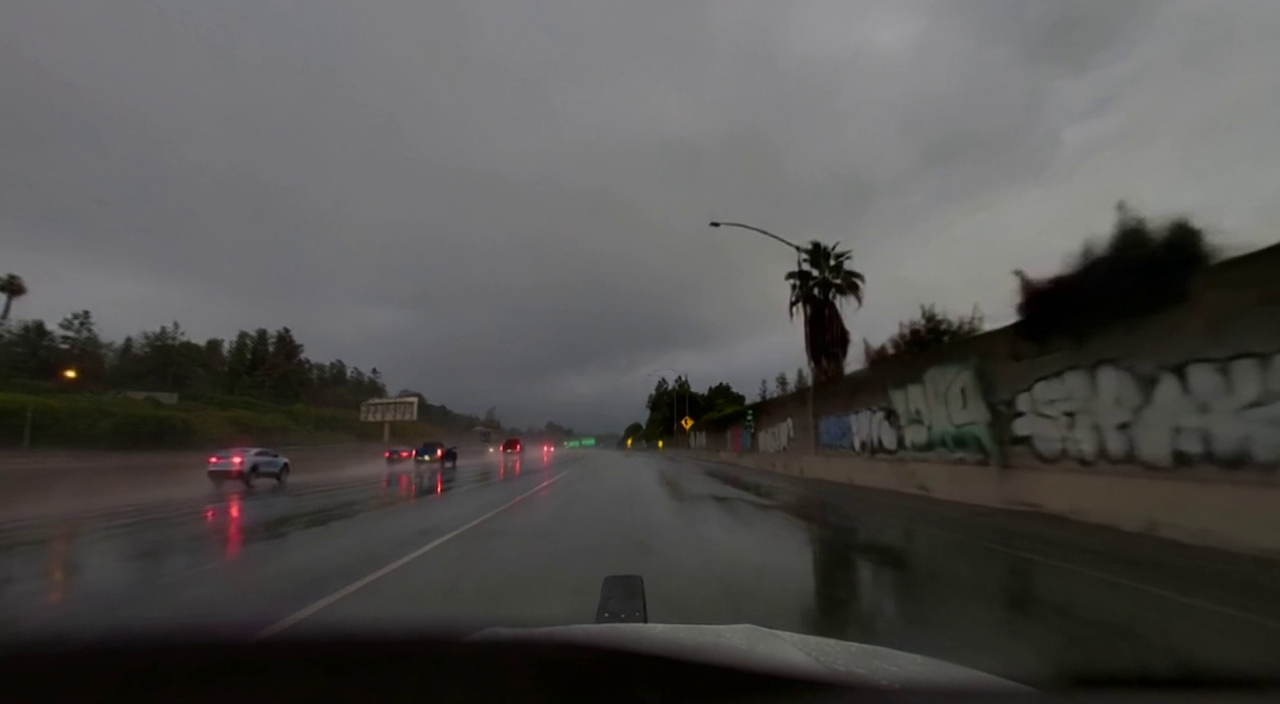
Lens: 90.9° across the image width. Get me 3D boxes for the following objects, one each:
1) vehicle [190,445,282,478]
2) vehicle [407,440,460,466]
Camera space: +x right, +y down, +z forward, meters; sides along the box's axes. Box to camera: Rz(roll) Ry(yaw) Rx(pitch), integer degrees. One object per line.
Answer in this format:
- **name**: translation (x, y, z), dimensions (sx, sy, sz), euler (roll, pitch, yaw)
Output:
- **vehicle**: translation (-23.663, 6.392, 37.216), dimensions (2.158, 1.795, 5.013), euler (0, -8, -1)
- **vehicle**: translation (-15.989, 7.835, 49.168), dimensions (2.272, 1.882, 5.941), euler (0, -9, -1)
